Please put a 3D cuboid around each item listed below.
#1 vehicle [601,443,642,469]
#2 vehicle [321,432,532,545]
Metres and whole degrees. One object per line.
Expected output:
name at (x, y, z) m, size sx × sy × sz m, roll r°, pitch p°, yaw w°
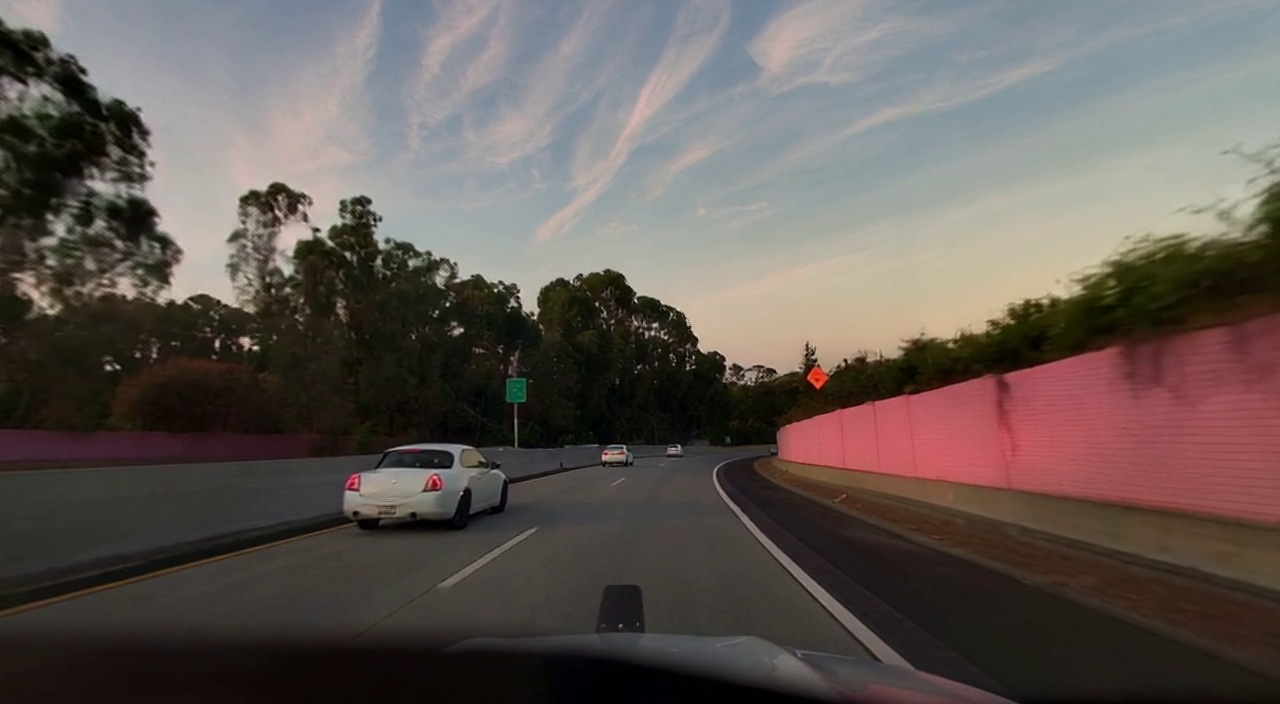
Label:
vehicle at (-1.001, 6.050, 36.864) m, size 1.746 × 1.405 × 4.339 m, roll -1°, pitch -9°, yaw 7°
vehicle at (-3.163, 2.101, 10.342) m, size 1.884 × 1.469 × 3.959 m, roll -1°, pitch -9°, yaw 3°
